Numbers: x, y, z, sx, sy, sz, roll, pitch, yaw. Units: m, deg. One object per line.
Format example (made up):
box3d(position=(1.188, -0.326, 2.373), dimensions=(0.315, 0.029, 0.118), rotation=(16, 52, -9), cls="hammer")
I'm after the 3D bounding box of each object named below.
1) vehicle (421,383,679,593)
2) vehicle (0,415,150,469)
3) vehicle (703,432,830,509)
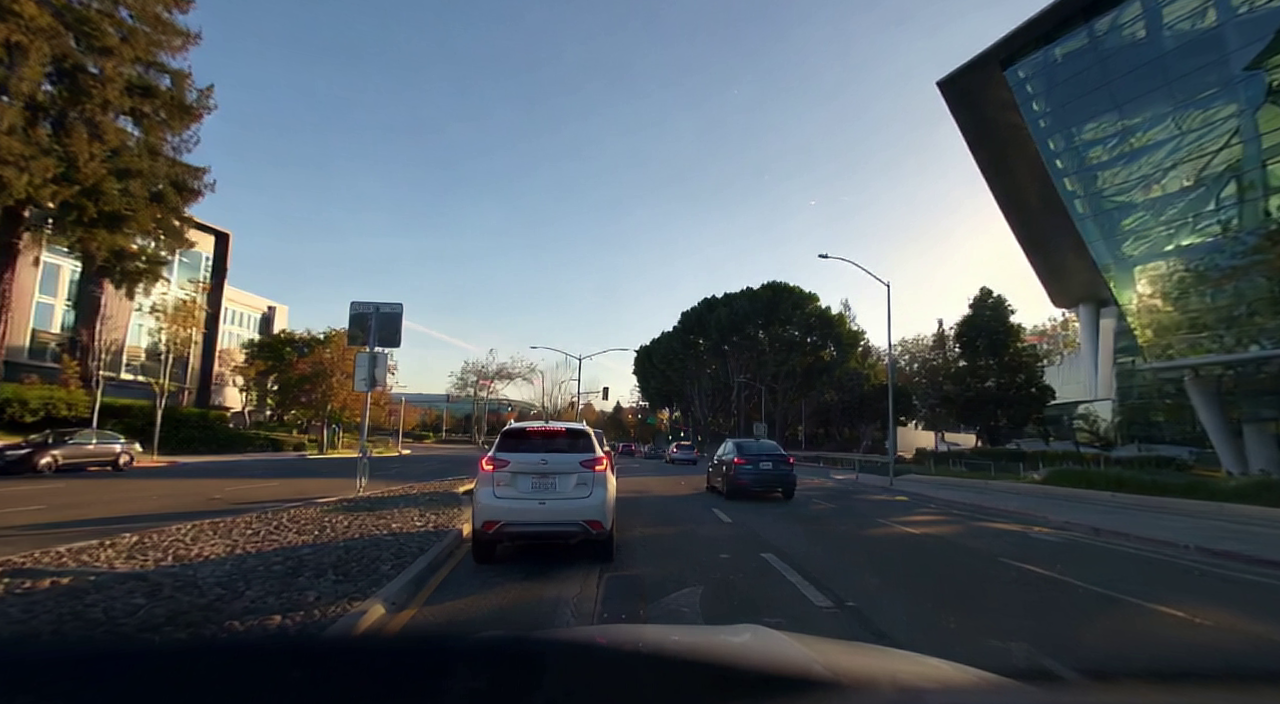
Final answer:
box3d(position=(-1.139, 1.559, 8.107), dimensions=(2.275, 1.819, 4.883), rotation=(1, -9, -9), cls="vehicle")
box3d(position=(-18.851, 2.949, 20.435), dimensions=(1.911, 1.542, 4.748), rotation=(0, -8, 1), cls="vehicle")
box3d(position=(3.368, 3.259, 17.817), dimensions=(2.301, 1.716, 4.856), rotation=(4, -9, -3), cls="vehicle")
